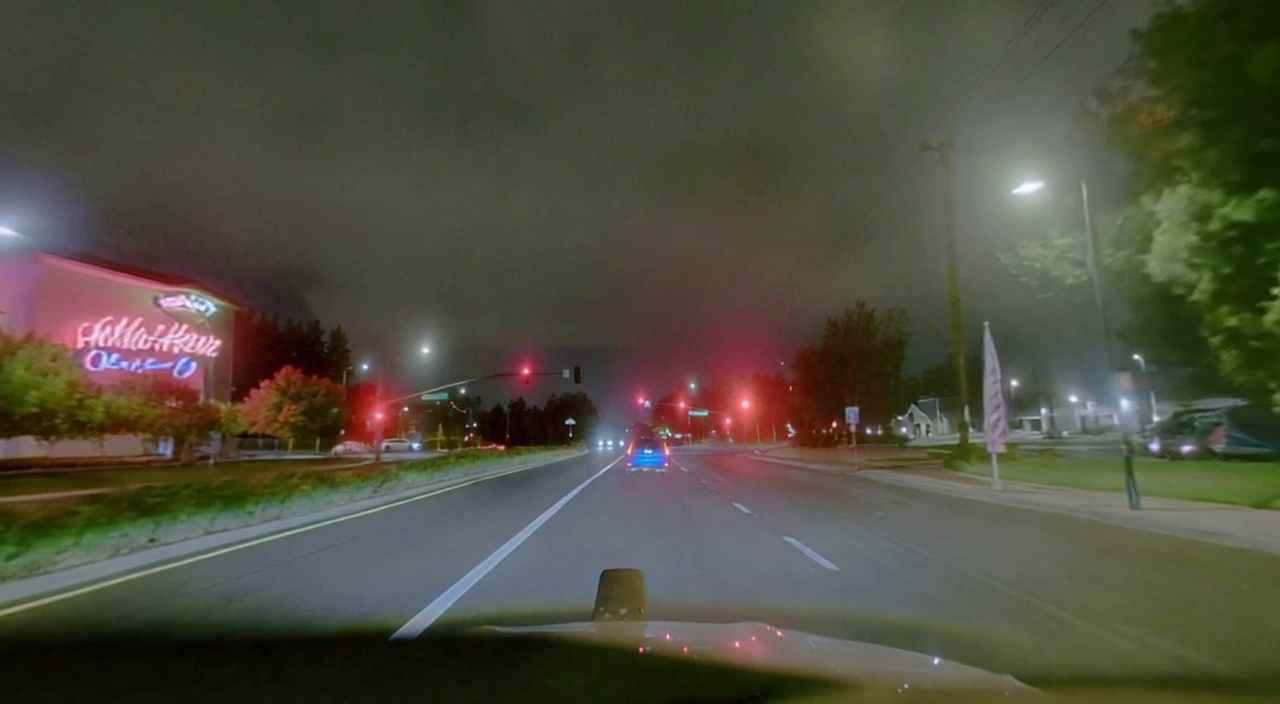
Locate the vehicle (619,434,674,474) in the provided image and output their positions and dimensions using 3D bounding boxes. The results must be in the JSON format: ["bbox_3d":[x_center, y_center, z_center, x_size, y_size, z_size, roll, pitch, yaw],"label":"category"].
[{"bbox_3d":[0.182,4.104,25.636,2.028,1.478,4.545,0,-8,-1],"label":"vehicle"}]

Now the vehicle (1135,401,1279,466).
[{"bbox_3d":[23.258,3.224,24.626,2.647,2.185,6.556,-1,-8,2],"label":"vehicle"}]
